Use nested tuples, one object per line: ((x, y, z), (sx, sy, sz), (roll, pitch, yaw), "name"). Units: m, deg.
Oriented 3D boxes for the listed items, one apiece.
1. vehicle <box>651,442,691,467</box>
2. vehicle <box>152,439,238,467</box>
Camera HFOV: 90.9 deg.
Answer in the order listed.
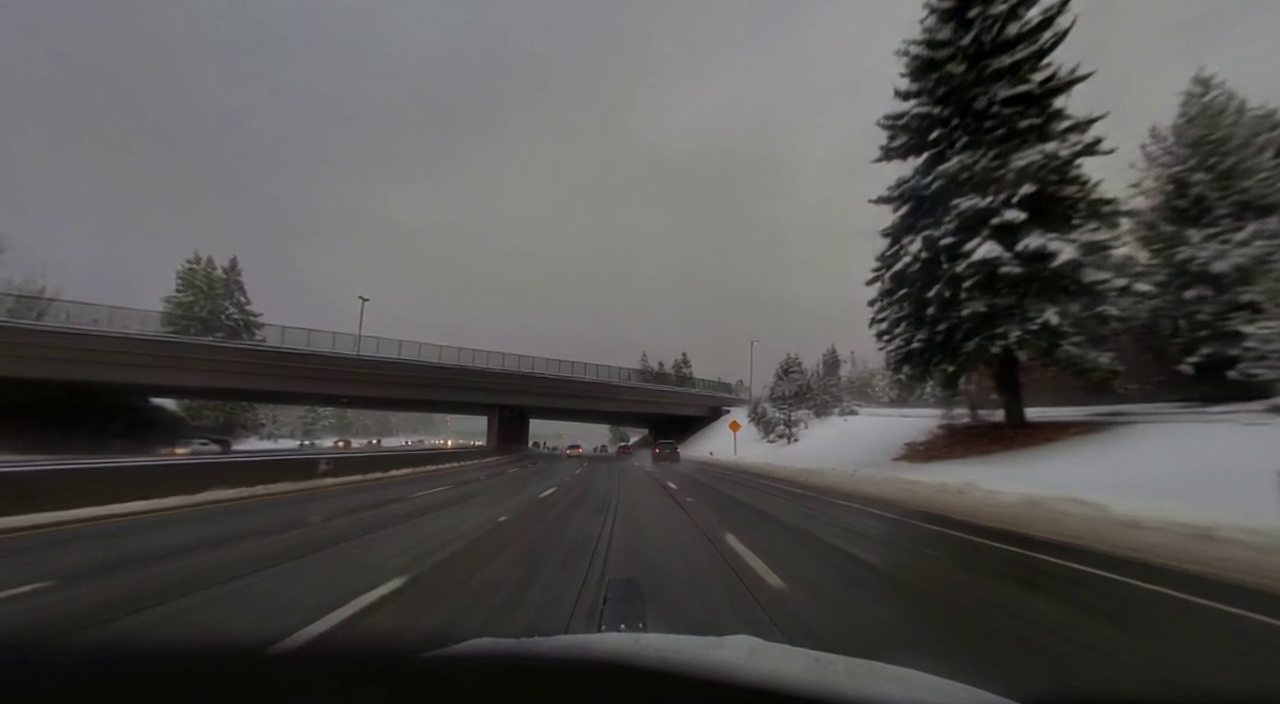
((1.962, 6.761, 41.799), (2.059, 1.509, 4.670), (0, -8, -4), "vehicle")
((-27.104, 6.134, 38.651), (2.030, 1.578, 4.712), (0, -8, -3), "vehicle")
